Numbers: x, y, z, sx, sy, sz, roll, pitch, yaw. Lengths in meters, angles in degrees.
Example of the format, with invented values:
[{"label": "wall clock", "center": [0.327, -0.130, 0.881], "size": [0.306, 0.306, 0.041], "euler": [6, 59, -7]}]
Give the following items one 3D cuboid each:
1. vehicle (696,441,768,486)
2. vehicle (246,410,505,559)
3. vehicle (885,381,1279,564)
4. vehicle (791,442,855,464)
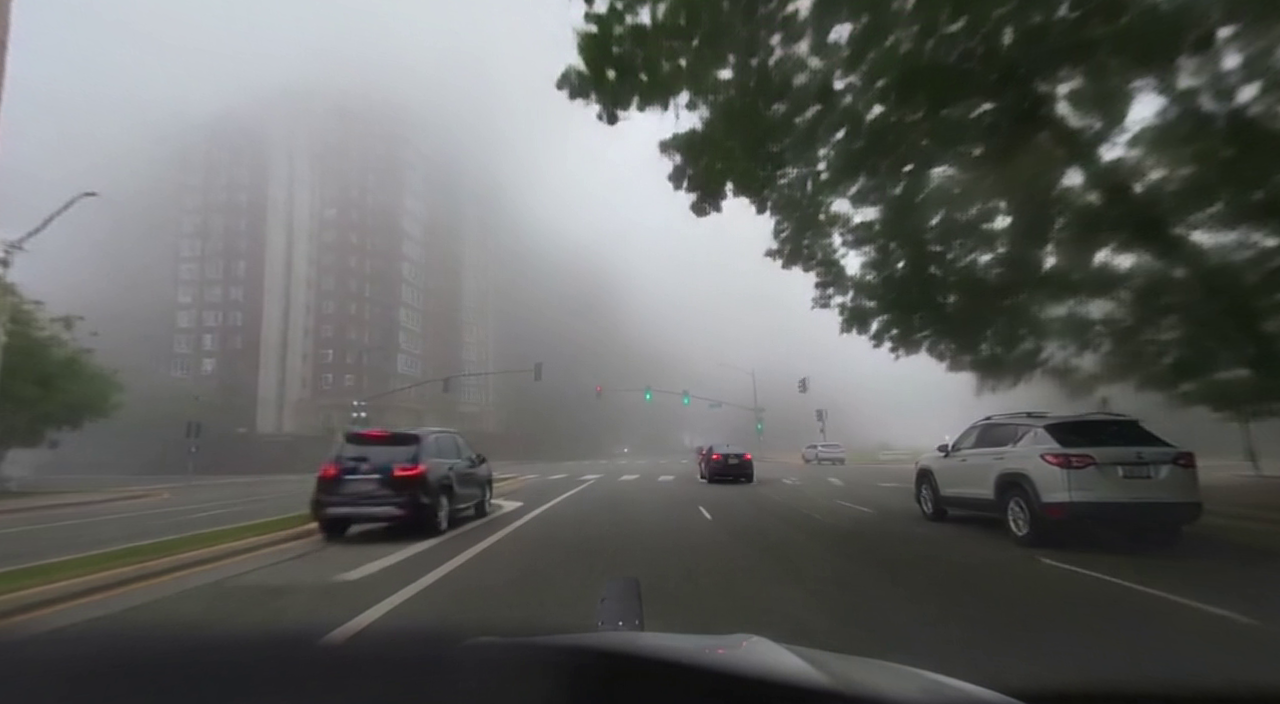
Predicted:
[{"label": "vehicle", "center": [3.279, 4.088, 23.456], "size": [2.003, 1.480, 4.494], "euler": [0, -9, 0]}, {"label": "vehicle", "center": [-3.536, 1.861, 9.531], "size": [2.065, 1.716, 4.265], "euler": [0, -9, -1]}, {"label": "vehicle", "center": [6.217, 1.760, 9.938], "size": [2.427, 2.017, 5.763], "euler": [0, -9, 0]}, {"label": "vehicle", "center": [13.697, 7.577, 47.451], "size": [2.051, 1.589, 4.135], "euler": [8, -12, -43]}]
